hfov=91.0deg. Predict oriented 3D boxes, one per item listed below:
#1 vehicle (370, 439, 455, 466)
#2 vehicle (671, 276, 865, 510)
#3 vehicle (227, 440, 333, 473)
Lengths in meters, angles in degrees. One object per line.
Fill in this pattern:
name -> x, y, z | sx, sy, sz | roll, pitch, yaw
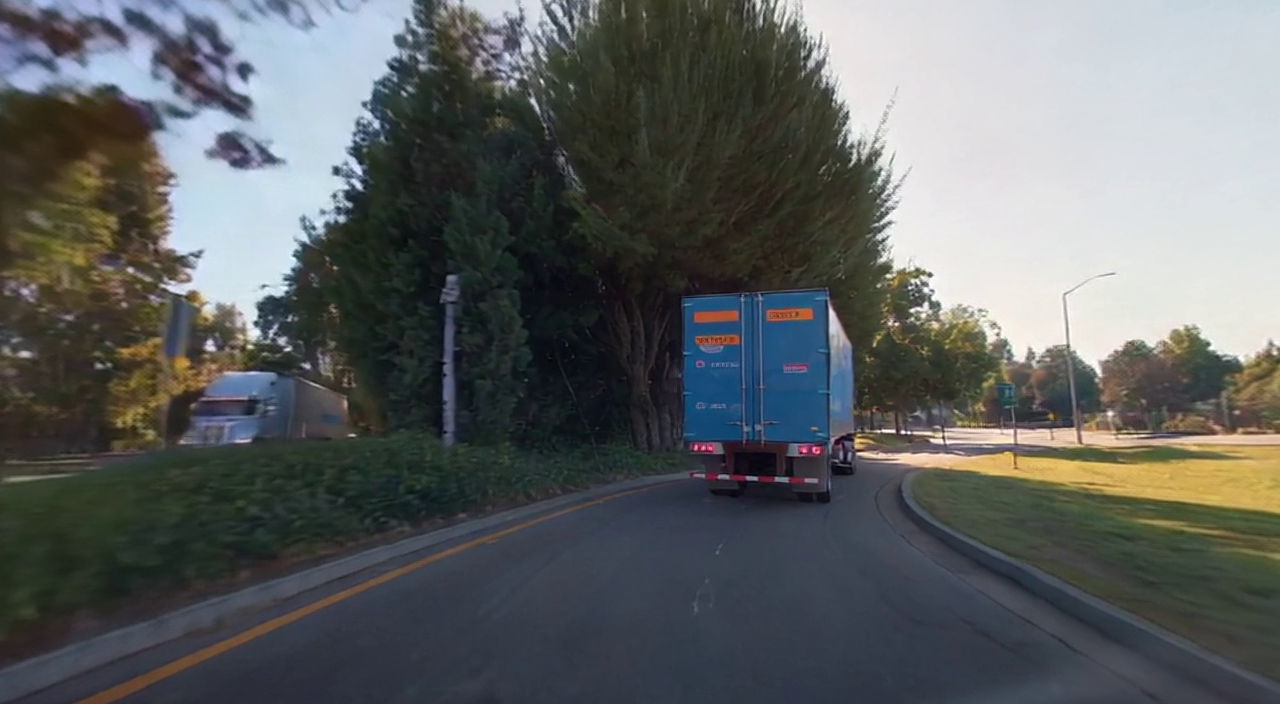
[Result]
vehicle -> -13.078, 5.763, 36.250 | 4.350, 1.410, 1.726 | 3, -9, -28
vehicle -> 3.543, 1.256, 14.649 | 2.937, 3.647, 9.344 | -4, -8, 20
vehicle -> -18.702, 5.396, 32.769 | 4.578, 1.573, 1.806 | 5, -10, -35
